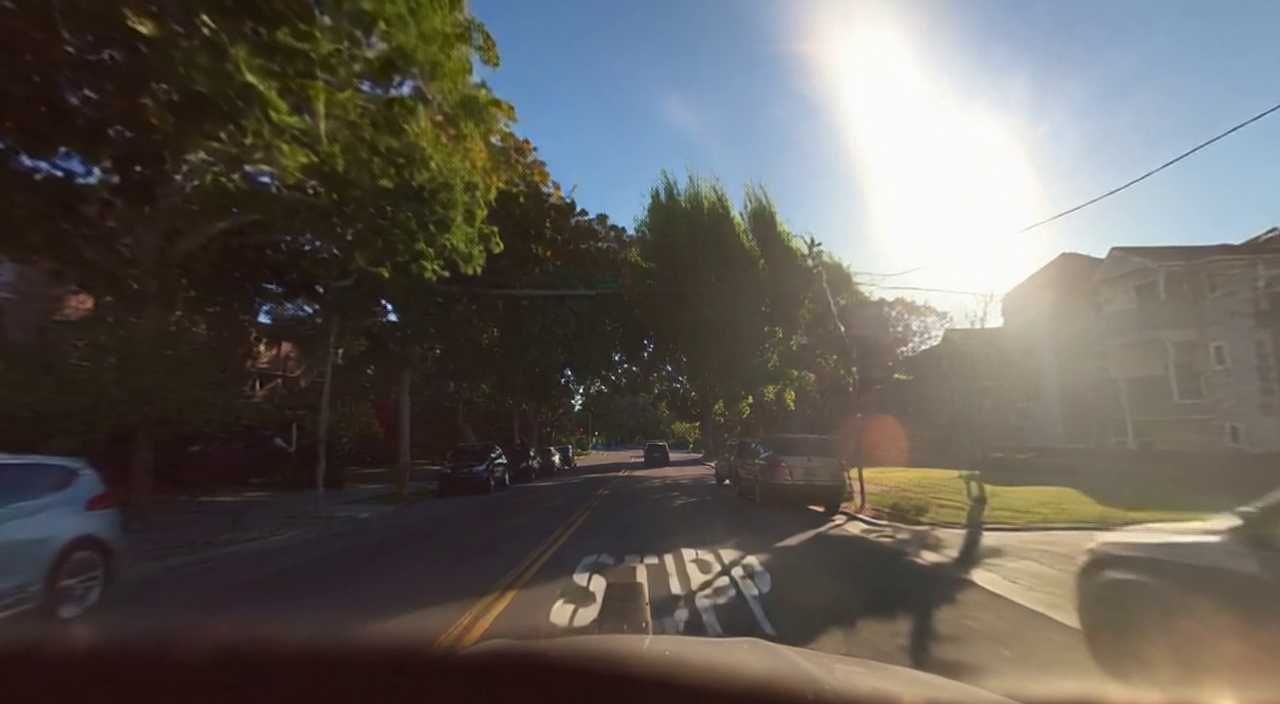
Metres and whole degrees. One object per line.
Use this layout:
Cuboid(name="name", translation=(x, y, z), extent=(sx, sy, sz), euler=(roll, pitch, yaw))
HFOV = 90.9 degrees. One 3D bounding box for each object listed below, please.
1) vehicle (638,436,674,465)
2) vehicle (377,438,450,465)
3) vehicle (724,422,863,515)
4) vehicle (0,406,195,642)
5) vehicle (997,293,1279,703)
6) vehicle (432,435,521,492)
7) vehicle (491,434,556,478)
Cuboid(name="vehicle", translation=(0.978, 6.228, 40.119), extent=(2.172, 1.722, 4.201), euler=(0, -8, 1))
Cuboid(name="vehicle", translation=(-17.127, 7.526, 47.804), extent=(4.801, 1.688, 2.241), euler=(-2, -5, -2))
Cuboid(name="vehicle", translation=(3.310, 2.606, 14.710), extent=(1.970, 1.801, 4.721), euler=(0, -8, -1))
Cuboid(name="vehicle", translation=(-5.667, 1.205, 4.253), extent=(2.007, 1.709, 4.502), euler=(0, -8, 0))
Cuboid(name="vehicle", translation=(3.042, 0.600, 1.056), extent=(2.117, 1.807, 4.964), euler=(0, -8, 2))
Cuboid(name="vehicle", translation=(-5.279, 3.622, 20.935), extent=(1.955, 1.659, 4.324), euler=(1, -8, -3))
Cuboid(name="vehicle", translation=(-4.968, 4.481, 27.457), extent=(1.899, 1.615, 4.624), euler=(-4, -8, 0))
